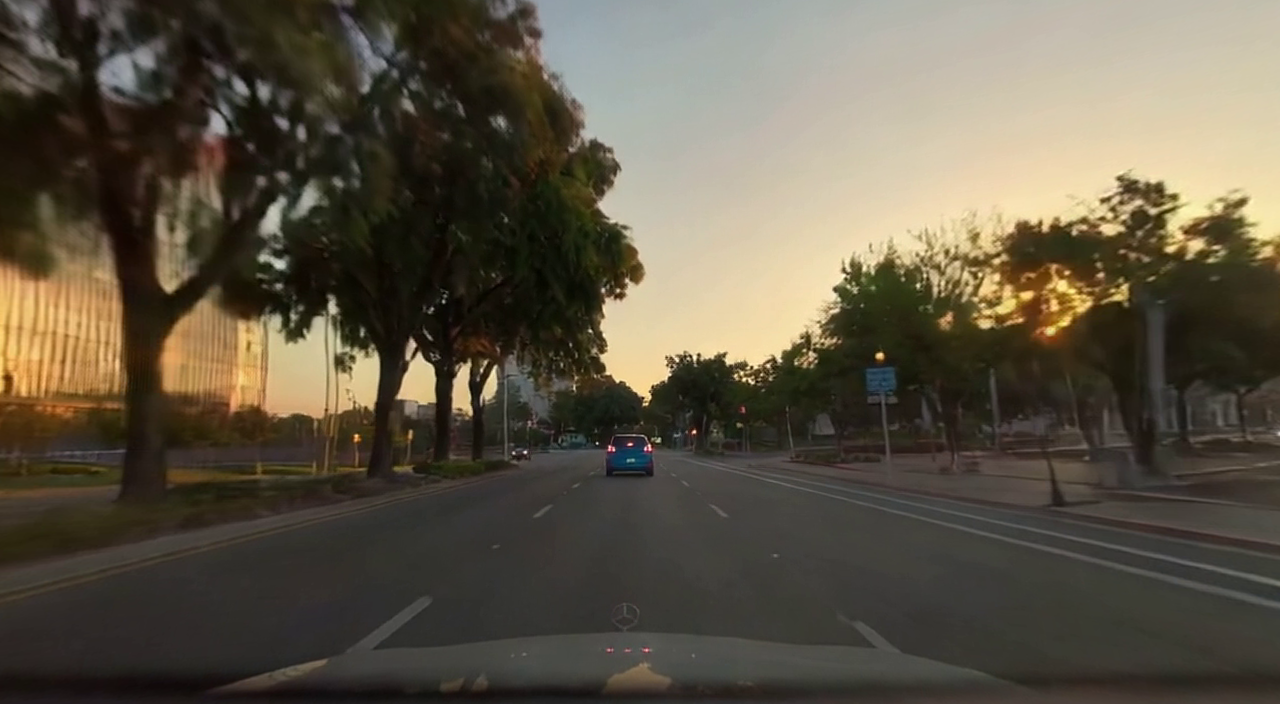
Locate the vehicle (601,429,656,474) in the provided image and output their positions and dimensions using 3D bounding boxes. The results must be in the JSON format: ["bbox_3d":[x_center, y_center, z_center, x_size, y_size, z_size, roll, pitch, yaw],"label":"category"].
[{"bbox_3d":[-0.510,4.548,28.952,2.313,1.860,4.319,0,-9,0],"label":"vehicle"}]
